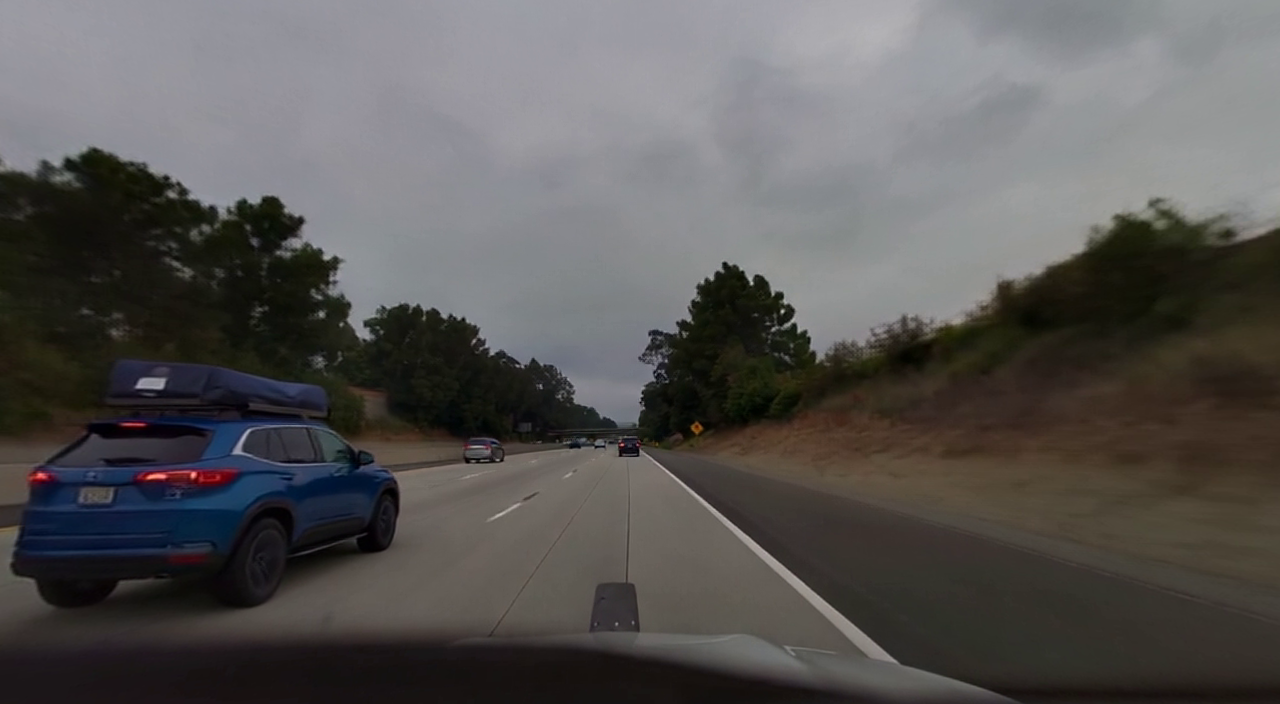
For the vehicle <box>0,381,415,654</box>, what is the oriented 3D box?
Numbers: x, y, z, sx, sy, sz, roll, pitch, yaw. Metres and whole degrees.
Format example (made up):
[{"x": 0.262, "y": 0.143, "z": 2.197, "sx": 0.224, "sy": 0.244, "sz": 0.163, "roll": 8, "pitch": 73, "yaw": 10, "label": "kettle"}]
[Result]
[{"x": -4.172, "y": 1.369, "z": 6.441, "sx": 2.069, "sy": 1.748, "sz": 4.652, "roll": 0, "pitch": -8, "yaw": -1, "label": "vehicle"}]

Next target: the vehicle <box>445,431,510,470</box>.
[{"x": -7.758, "y": 4.732, "z": 30.588, "sx": 1.964, "sy": 1.745, "sz": 4.338, "roll": 0, "pitch": -8, "yaw": 1, "label": "vehicle"}]

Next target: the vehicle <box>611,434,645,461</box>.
[{"x": -0.775, "y": 6.357, "z": 42.111, "sx": 2.178, "sy": 1.658, "sz": 3.916, "roll": 0, "pitch": -8, "yaw": -1, "label": "vehicle"}]
